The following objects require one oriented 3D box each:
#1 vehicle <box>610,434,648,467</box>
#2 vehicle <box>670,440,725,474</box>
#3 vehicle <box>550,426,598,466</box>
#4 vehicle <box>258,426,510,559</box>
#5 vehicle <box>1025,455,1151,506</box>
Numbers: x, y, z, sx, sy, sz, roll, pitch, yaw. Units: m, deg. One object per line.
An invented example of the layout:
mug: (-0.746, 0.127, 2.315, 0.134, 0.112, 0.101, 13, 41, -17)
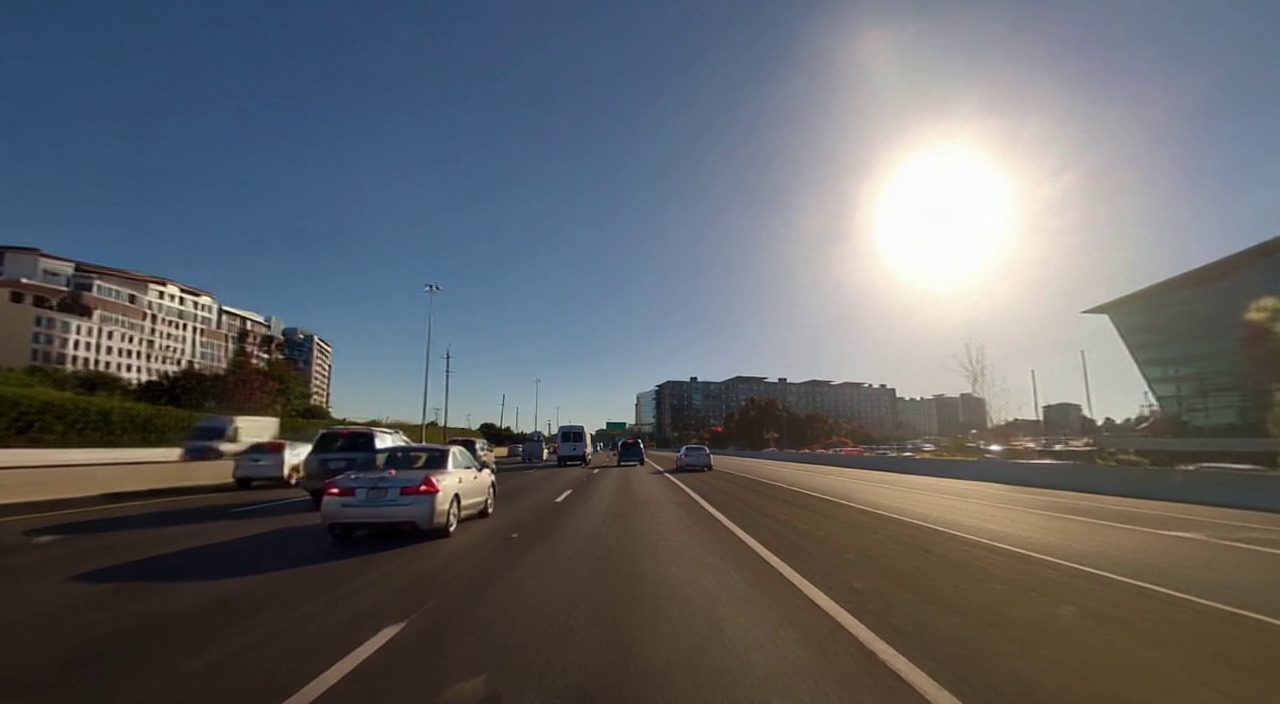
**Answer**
vehicle: (-0.654, 5.928, 37.913, 2.207, 1.807, 4.199, 0, -9, -1)
vehicle: (2.660, 5.038, 30.354, 2.127, 1.513, 4.501, 0, -9, -1)
vehicle: (-4.010, 5.904, 39.484, 2.504, 2.276, 5.933, 0, -9, -1)
vehicle: (-3.377, 1.937, 9.372, 1.963, 1.507, 4.172, 0, -9, 0)
vehicle: (14.533, 4.147, 20.660, 1.578, 1.407, 3.414, 2, -8, -1)
